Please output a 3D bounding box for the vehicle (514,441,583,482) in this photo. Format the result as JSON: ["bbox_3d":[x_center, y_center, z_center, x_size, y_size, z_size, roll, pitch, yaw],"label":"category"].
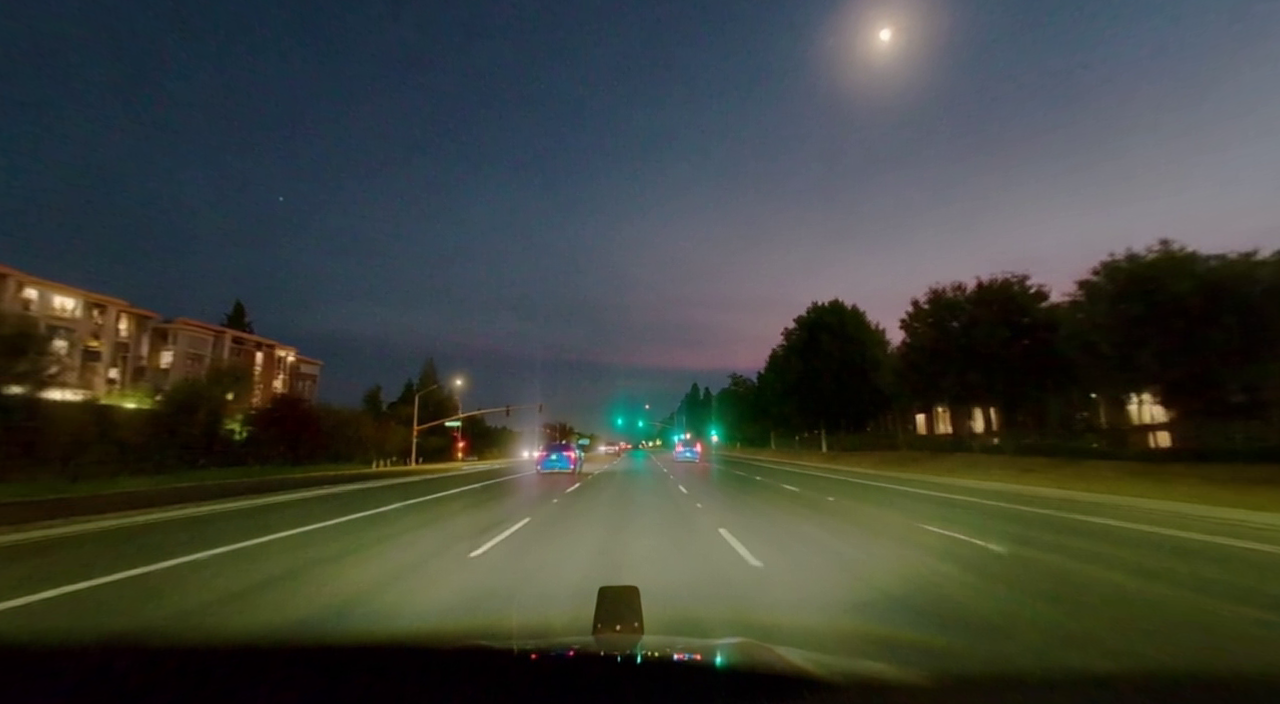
[{"bbox_3d":[-3.579,4.365,25.514,2.112,1.471,4.212,0,-8,1],"label":"vehicle"}]

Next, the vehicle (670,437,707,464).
[{"bbox_3d":[3.222,6.646,42.562,2.072,1.696,4.177,0,-8,-1],"label":"vehicle"}]
